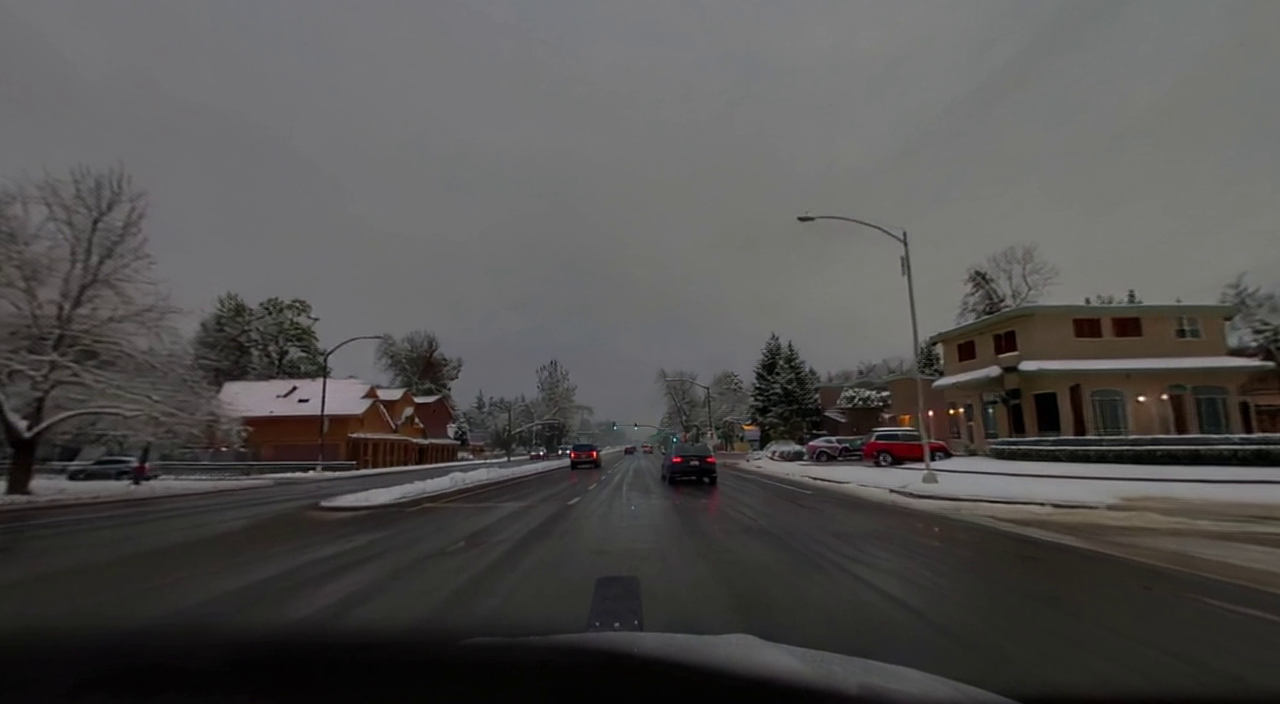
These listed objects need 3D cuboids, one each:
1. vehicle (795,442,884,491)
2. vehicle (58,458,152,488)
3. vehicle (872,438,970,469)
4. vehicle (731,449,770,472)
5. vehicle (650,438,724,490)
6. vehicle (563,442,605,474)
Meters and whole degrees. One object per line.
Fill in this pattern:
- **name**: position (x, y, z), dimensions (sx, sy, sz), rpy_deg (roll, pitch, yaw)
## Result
- **vehicle**: position (7.674, 4.431, 24.672), dimensions (2.012, 1.737, 4.129), rpy_deg (0, -9, -2)
- **vehicle**: position (-30.029, 6.783, 35.473), dimensions (1.823, 1.477, 3.984), rpy_deg (0, -9, -1)
- **vehicle**: position (15.429, 5.589, 34.731), dimensions (4.489, 1.557, 1.792), rpy_deg (-2, -9, 2)
- **vehicle**: position (7.701, 7.591, 44.275), dimensions (1.947, 1.474, 4.634), rpy_deg (0, -9, 0)
- **vehicle**: position (1.583, 4.011, 22.803), dimensions (2.084, 1.682, 4.148), rpy_deg (1, -9, -4)
- **vehicle**: position (-3.248, 6.264, 37.388), dimensions (2.084, 1.735, 4.528), rpy_deg (0, -8, 1)
